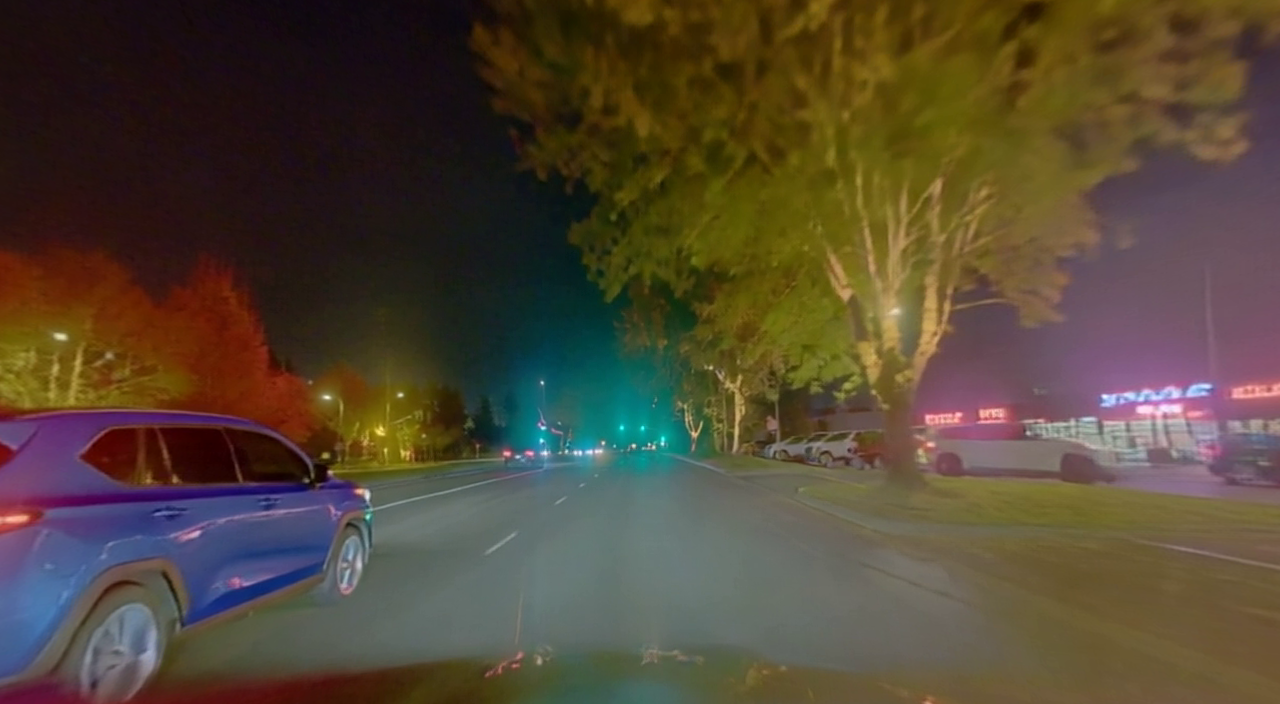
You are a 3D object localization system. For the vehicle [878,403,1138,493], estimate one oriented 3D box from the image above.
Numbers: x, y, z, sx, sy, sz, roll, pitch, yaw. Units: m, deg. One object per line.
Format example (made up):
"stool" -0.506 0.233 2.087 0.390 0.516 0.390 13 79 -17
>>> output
"vehicle" 8.722 2.348 15.570 5.031 1.951 2.184 -2 -9 15

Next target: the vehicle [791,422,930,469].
"vehicle" 9.102 3.901 26.362 4.978 1.874 2.079 0 -8 -2

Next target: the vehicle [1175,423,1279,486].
"vehicle" 15.623 2.400 15.037 2.177 1.397 4.511 -3 -8 8

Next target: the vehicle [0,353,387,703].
"vehicle" -3.432 1.038 3.719 2.127 1.654 4.121 0 -8 0

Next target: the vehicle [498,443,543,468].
"vehicle" -7.486 6.497 39.911 1.990 1.483 4.410 0 -8 0
